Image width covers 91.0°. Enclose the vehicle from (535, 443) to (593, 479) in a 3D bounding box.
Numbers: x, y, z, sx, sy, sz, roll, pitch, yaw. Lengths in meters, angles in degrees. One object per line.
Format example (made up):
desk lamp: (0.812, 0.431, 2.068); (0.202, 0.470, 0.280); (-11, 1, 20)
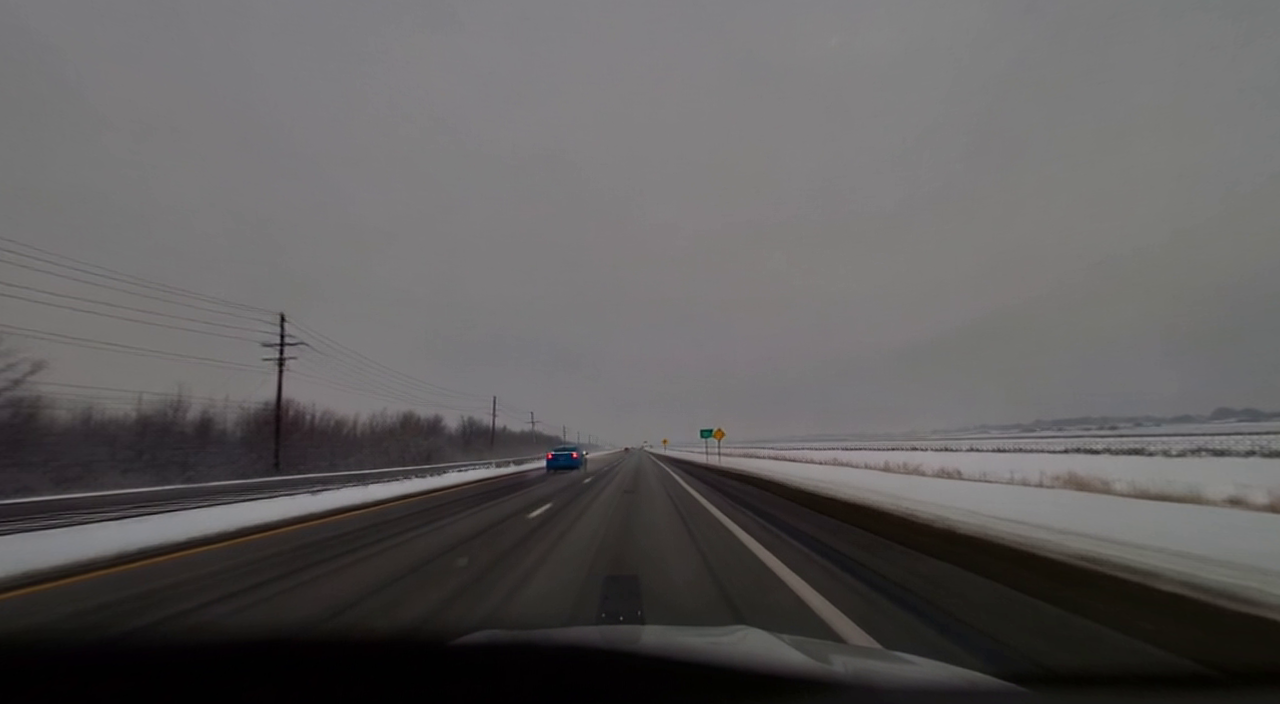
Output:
vehicle: (-3.512, 5.146, 29.897); (2.106, 1.543, 4.465); (0, -9, 1)
